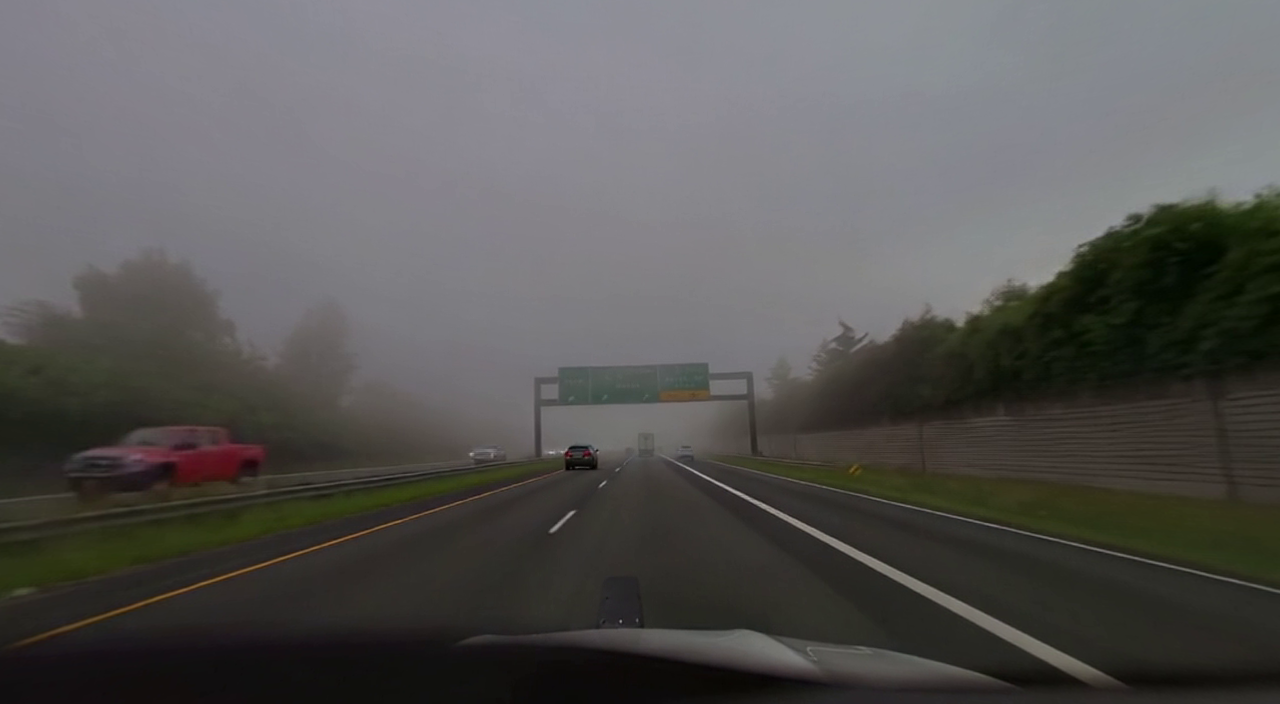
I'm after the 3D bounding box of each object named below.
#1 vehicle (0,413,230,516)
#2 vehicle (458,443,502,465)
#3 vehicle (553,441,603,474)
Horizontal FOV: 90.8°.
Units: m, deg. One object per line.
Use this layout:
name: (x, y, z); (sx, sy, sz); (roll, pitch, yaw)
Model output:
vehicle: (-11.972, 2.460, 14.205); (2.075, 1.873, 4.972); (0, -9, 1)
vehicle: (-12.002, 7.656, 47.578); (2.010, 1.546, 4.735); (0, -9, 1)
vehicle: (-3.001, 5.238, 31.506); (2.020, 1.475, 4.434); (0, -9, 1)
